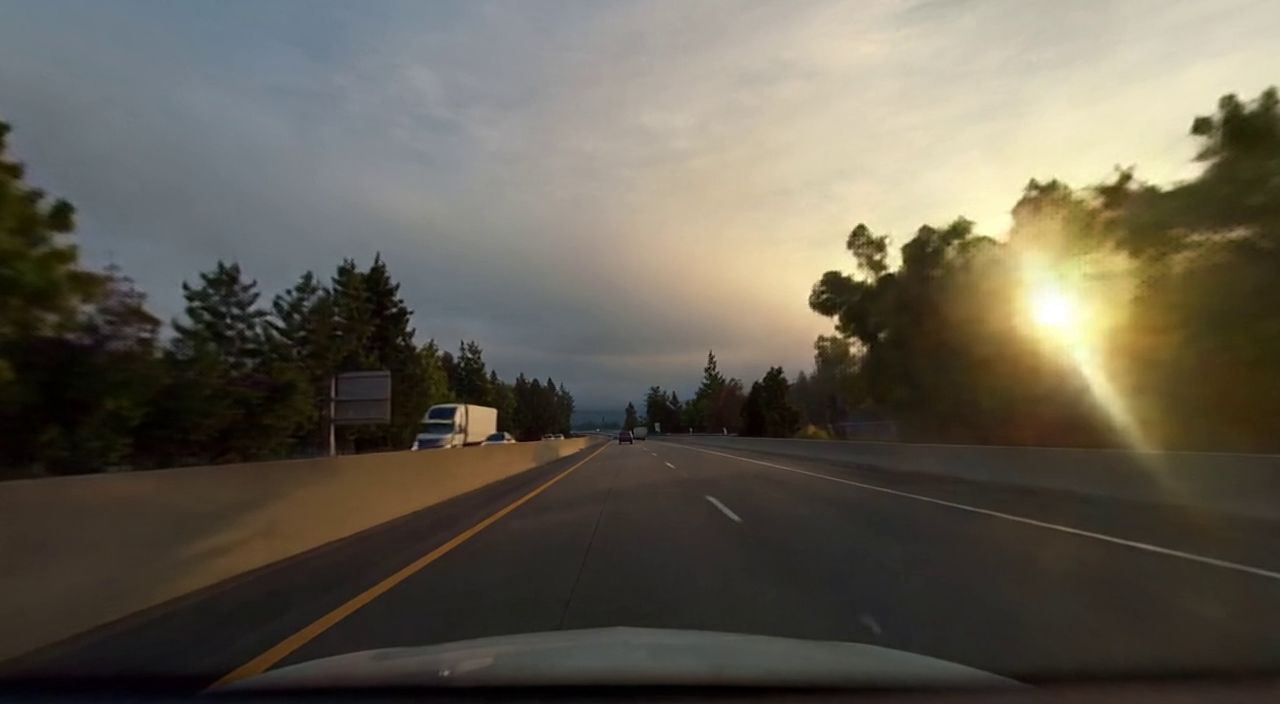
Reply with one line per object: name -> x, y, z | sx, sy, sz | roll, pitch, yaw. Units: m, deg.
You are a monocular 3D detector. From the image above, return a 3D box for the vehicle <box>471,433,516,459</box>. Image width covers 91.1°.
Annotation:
vehicle -> -10.860, 6.992, 46.914 | 2.434, 1.856, 4.296 | 0, -8, -1

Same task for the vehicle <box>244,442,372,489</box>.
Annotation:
vehicle -> -10.211, 3.499, 19.764 | 1.811, 1.263, 4.213 | 0, -8, -1
